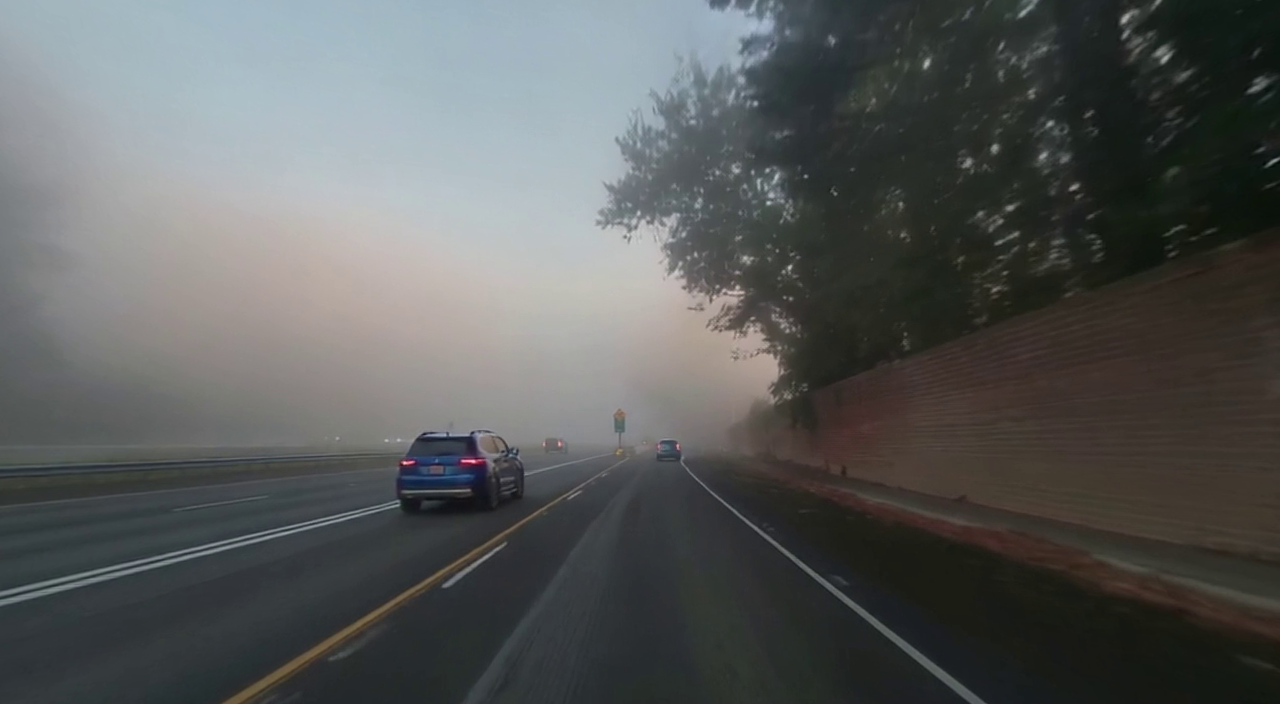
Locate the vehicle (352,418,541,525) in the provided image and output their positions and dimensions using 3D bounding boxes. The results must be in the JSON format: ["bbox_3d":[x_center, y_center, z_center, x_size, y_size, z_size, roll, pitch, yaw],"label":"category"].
[{"bbox_3d":[-3.526,2.296,12.665,2.151,1.707,4.759,0,-9,2],"label":"vehicle"}]
